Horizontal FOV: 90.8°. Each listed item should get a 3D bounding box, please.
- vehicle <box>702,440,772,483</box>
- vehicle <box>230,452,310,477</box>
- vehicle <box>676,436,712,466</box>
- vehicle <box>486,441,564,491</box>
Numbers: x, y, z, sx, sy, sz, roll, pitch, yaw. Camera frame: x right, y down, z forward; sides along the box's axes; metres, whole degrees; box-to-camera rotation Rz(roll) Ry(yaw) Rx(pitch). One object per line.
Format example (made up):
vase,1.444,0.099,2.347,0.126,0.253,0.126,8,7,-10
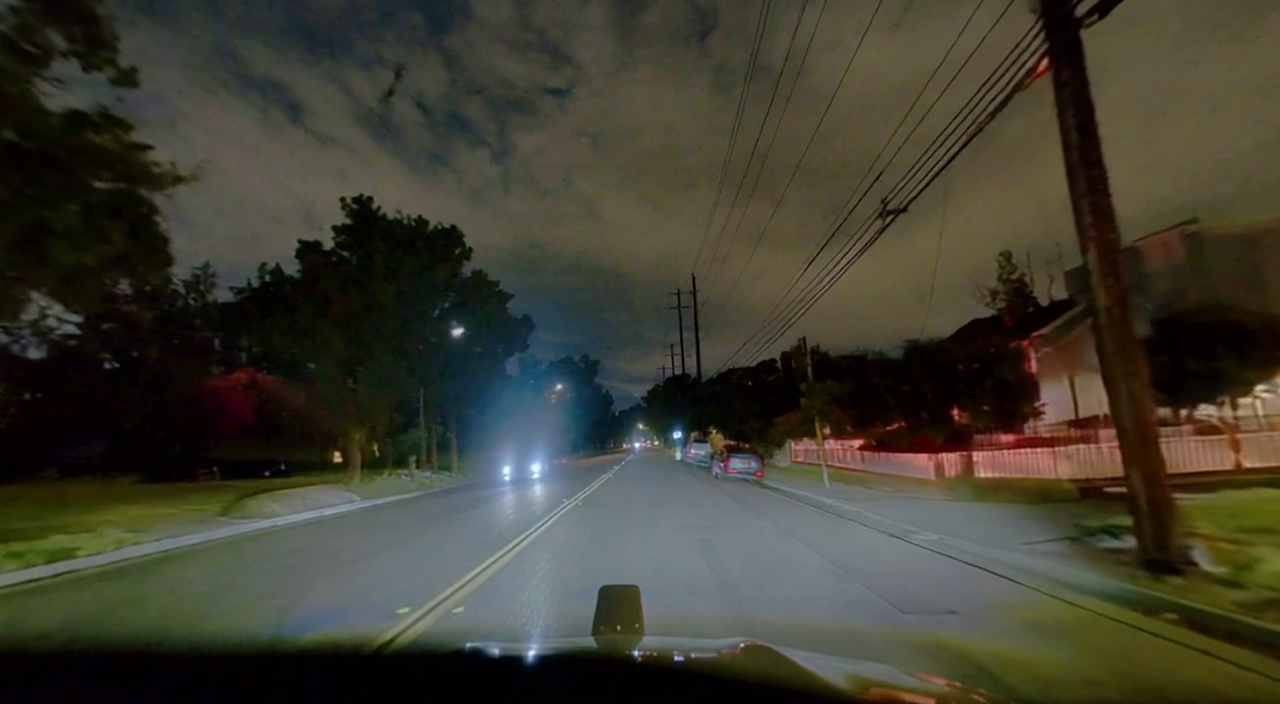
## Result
vehicle,3.632,4.180,24.471,1.915,1.491,4.642,0,-8,0
vehicle,-26.538,8.061,45.391,4.542,1.692,1.892,0,-8,2
vehicle,3.762,6.990,44.740,2.004,1.923,4.681,0,-8,-2
vehicle,-3.740,3.767,21.200,1.839,1.520,3.656,-1,-8,2
